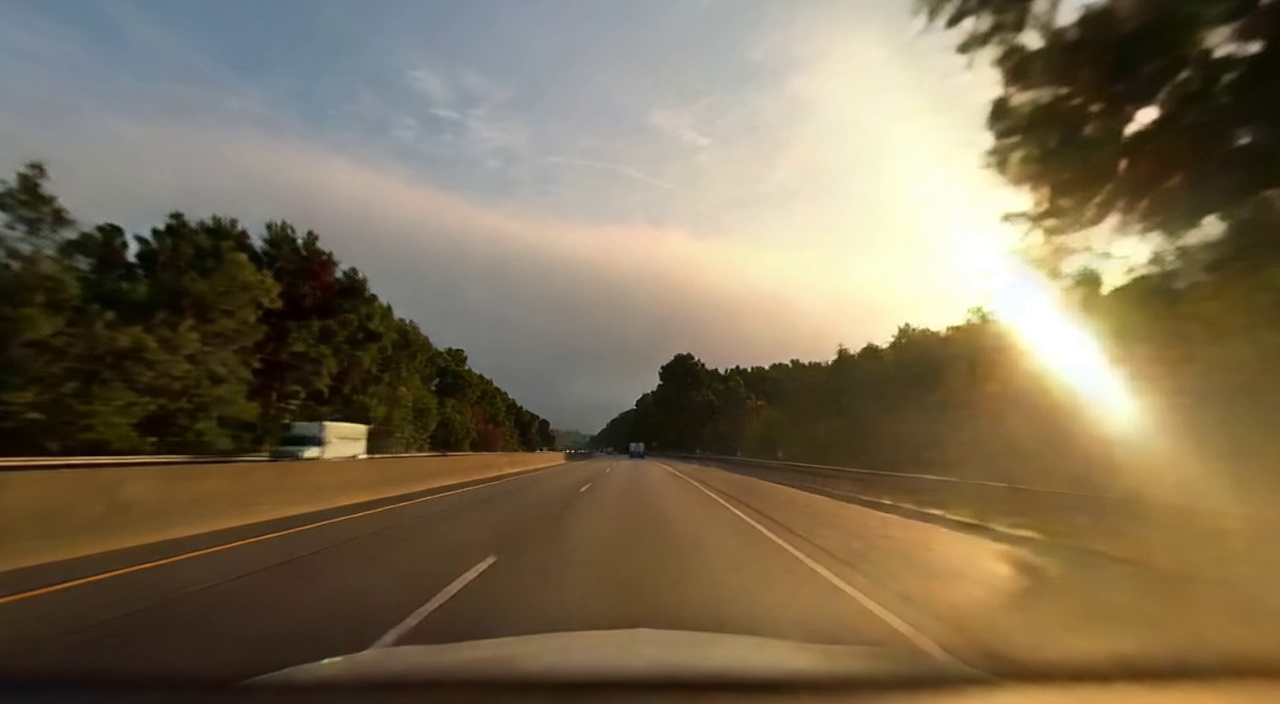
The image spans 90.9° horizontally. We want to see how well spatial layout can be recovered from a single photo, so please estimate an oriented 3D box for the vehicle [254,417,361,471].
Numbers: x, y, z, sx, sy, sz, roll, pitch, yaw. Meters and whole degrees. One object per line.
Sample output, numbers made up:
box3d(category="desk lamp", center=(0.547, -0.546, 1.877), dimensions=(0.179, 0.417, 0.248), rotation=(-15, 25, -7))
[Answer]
box3d(category="vehicle", center=(-16.283, 4.600, 31.326), dimensions=(2.300, 2.421, 5.411), rotation=(0, -9, 0))
